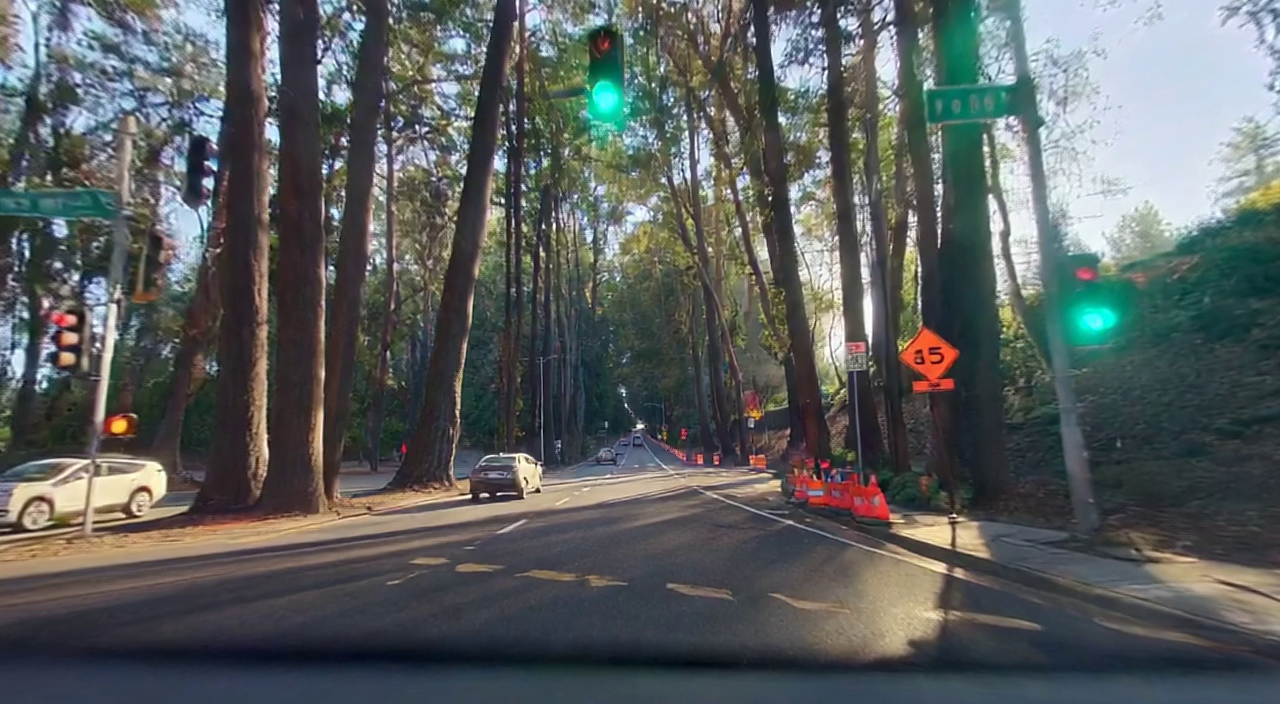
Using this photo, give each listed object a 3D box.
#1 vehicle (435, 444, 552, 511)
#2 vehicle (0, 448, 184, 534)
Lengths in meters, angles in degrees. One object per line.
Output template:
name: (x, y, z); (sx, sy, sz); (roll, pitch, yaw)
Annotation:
vehicle: (-3.632, 3.171, 16.345); (2.029, 1.511, 3.922); (0, -8, 1)
vehicle: (-11.939, 2.685, 12.690); (1.898, 1.459, 4.587); (0, -8, 1)
